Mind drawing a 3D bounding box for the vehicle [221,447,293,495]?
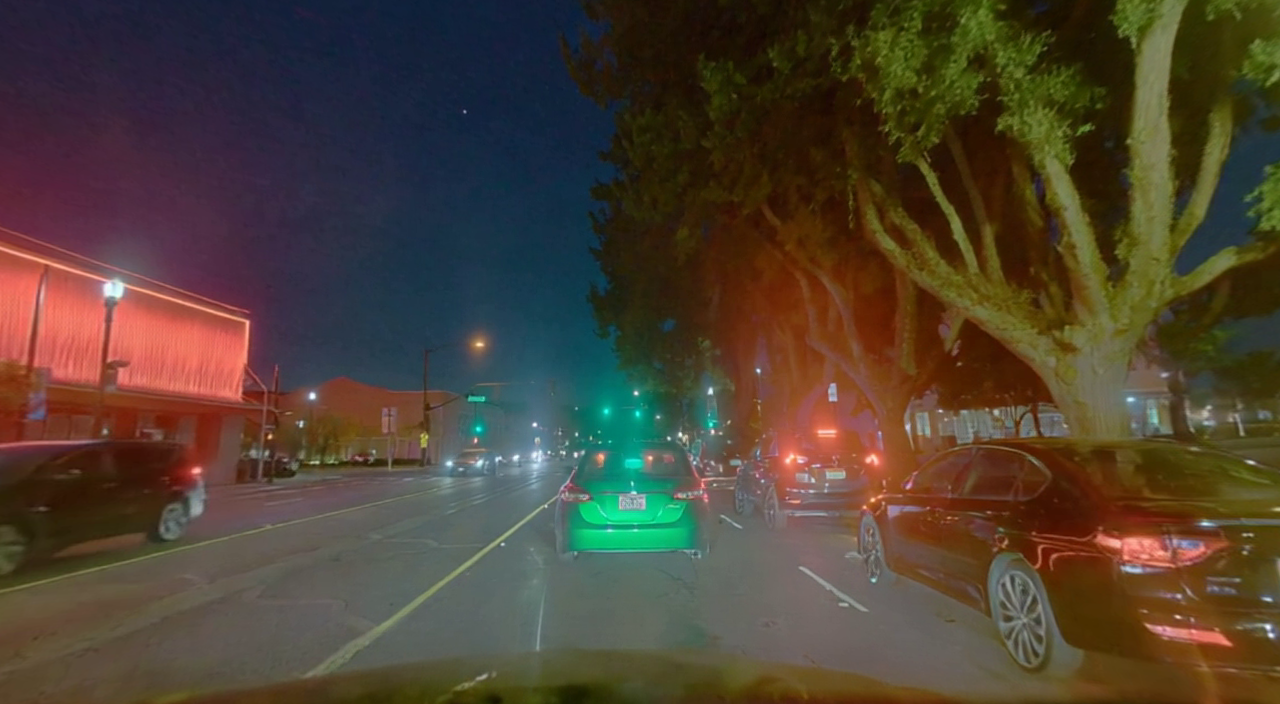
[{"bbox_3d":[-15.894,4.836,26.117,2.072,1.773,4.329,6,-10,-35],"label":"vehicle"}]

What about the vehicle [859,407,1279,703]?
[{"bbox_3d":[3.308,1.257,4.482,1.988,1.480,4.195,0,-9,0],"label":"vehicle"}]

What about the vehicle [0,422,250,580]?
[{"bbox_3d":[-8.008,1.948,9.049,2.079,1.695,4.374,0,-9,-1],"label":"vehicle"}]

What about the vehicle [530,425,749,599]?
[{"bbox_3d":[-0.019,1.656,7.315,1.887,1.487,3.535,0,-9,0],"label":"vehicle"}]

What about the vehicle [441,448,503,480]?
[{"bbox_3d":[-8.235,5.511,31.417,1.850,1.417,4.321,0,-9,1],"label":"vehicle"}]

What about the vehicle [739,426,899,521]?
[{"bbox_3d":[3.529,2.486,13.414,2.025,1.660,4.263,0,-9,-1],"label":"vehicle"}]
